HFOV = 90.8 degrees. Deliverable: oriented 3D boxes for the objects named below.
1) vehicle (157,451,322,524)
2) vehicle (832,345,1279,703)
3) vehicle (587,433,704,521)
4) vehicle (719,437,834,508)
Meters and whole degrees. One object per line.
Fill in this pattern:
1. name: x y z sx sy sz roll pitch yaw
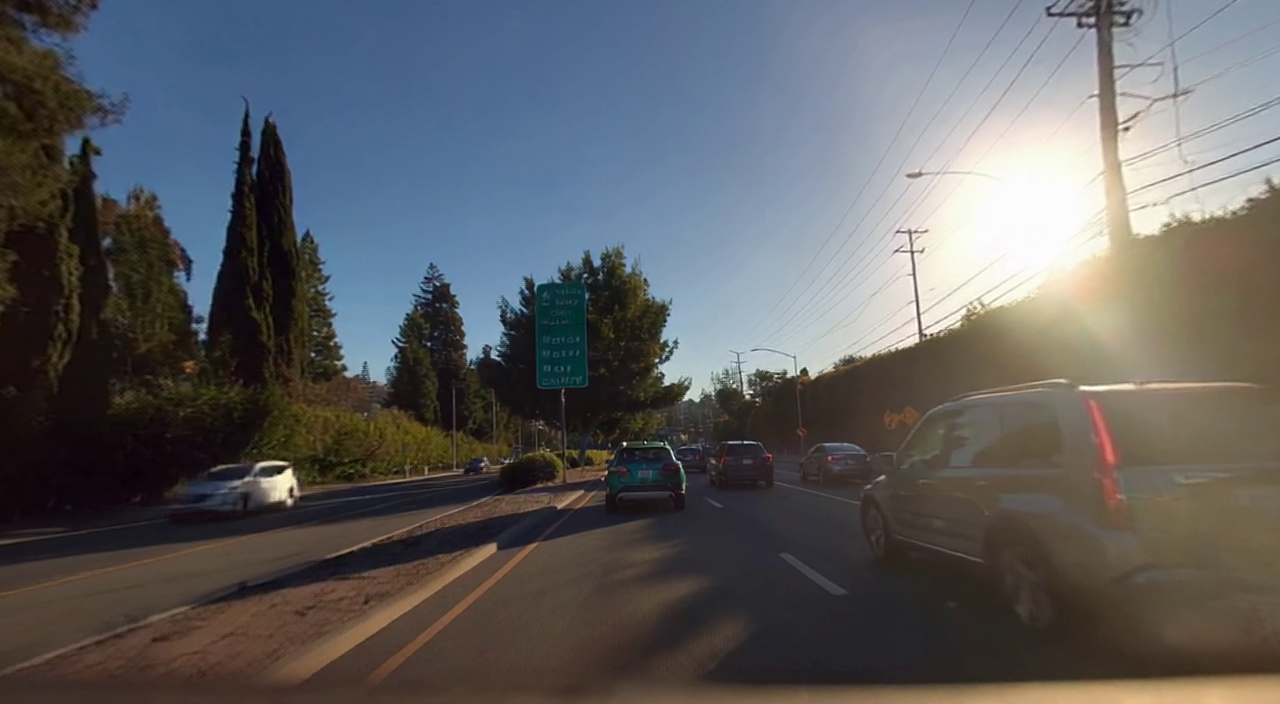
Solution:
1. vehicle: -12.409 4.158 20.118 2.107 1.931 5.015 0 -8 -2
2. vehicle: 3.397 1.200 5.302 2.097 1.818 4.625 0 -8 0
3. vehicle: 0.088 2.677 14.102 2.199 1.641 4.232 0 -8 -1
4. vehicle: 3.348 3.049 16.431 2.064 1.591 4.081 0 -8 0
